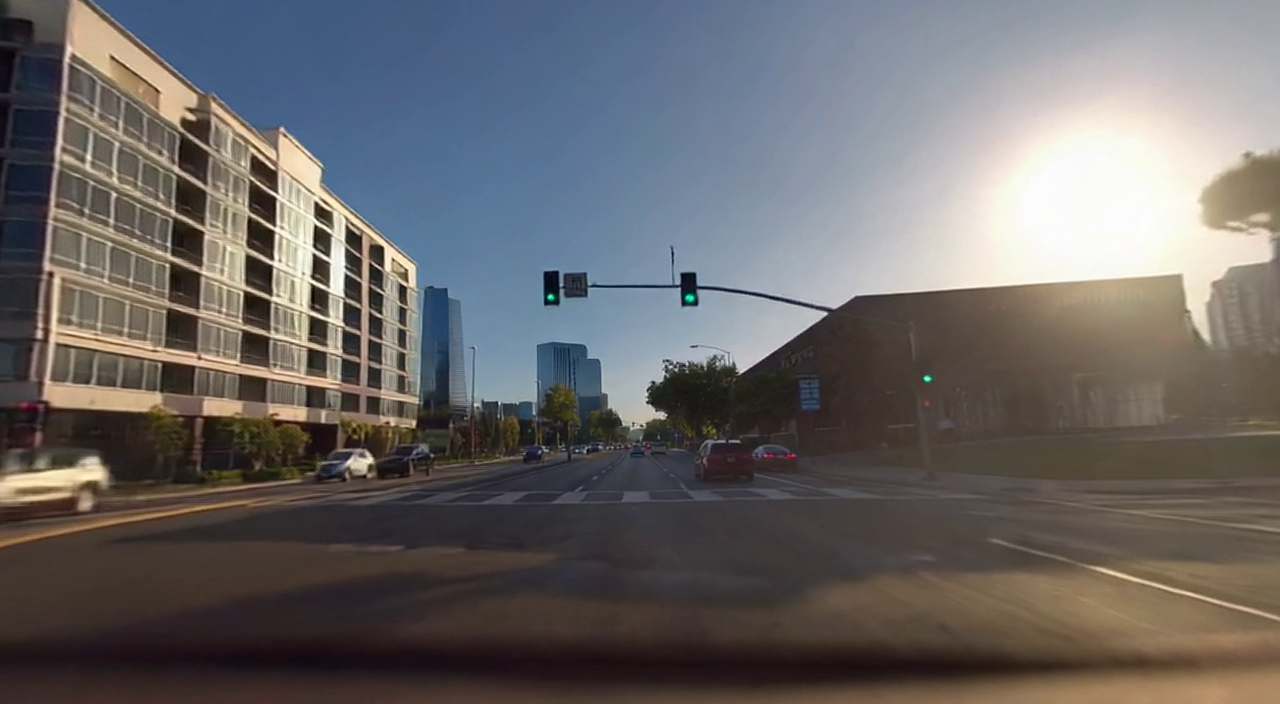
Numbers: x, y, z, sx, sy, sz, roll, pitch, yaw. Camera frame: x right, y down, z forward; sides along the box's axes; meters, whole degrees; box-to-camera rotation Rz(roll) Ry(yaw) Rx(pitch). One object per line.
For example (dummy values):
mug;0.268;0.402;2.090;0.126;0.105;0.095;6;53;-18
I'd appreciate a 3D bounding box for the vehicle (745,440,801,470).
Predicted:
vehicle;7.125;5.571;34.460;2.007;1.491;4.815;0;-8;0

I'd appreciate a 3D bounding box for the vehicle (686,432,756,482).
vehicle;3.102;4.120;25.089;2.069;1.761;4.610;0;-8;-1

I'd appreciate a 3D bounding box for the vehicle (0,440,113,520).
vehicle;-15.440;2.970;14.871;2.021;1.786;4.624;0;-8;0

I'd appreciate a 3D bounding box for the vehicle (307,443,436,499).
vehicle;-7.967;3.536;19.313;1.963;1.472;4.584;0;-8;-1
